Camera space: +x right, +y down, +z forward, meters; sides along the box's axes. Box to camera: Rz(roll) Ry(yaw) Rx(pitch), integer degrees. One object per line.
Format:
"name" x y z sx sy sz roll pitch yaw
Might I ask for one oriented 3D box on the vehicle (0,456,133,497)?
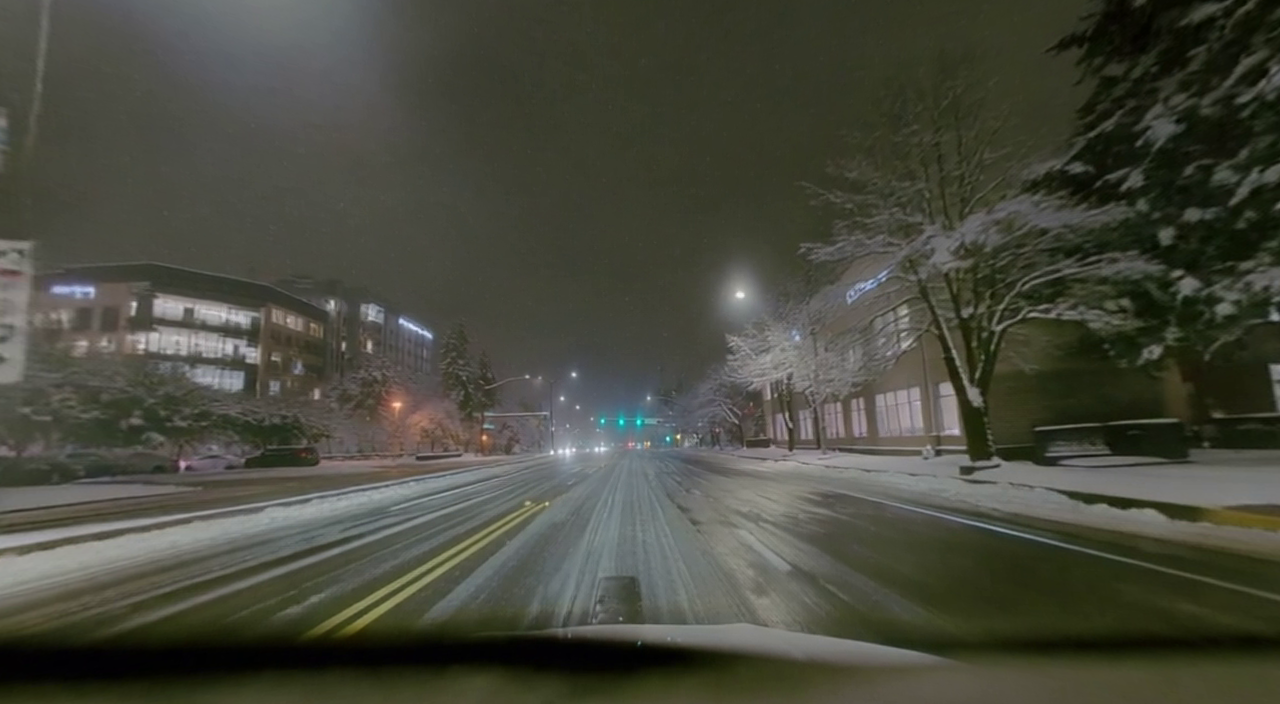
"vehicle" -26.556 5.711 29.040 4.673 1.717 2.044 -1 -9 1
